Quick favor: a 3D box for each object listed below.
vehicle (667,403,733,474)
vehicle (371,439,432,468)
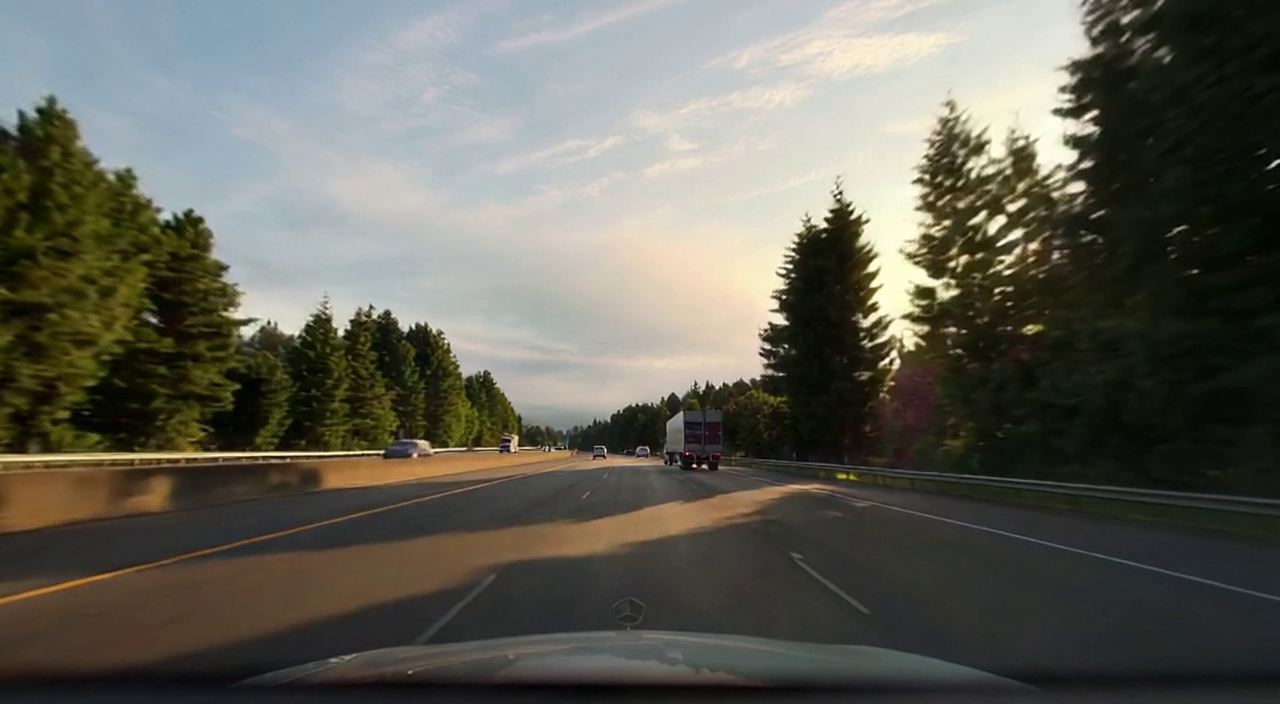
[{"bbox_3d":[3.741,6.005,42.999,2.950,4.033,13.276,0,-9,-1],"label":"vehicle"},{"bbox_3d":[-13.296,5.703,35.403,1.896,1.520,4.043,0,-9,-2],"label":"vehicle"}]
